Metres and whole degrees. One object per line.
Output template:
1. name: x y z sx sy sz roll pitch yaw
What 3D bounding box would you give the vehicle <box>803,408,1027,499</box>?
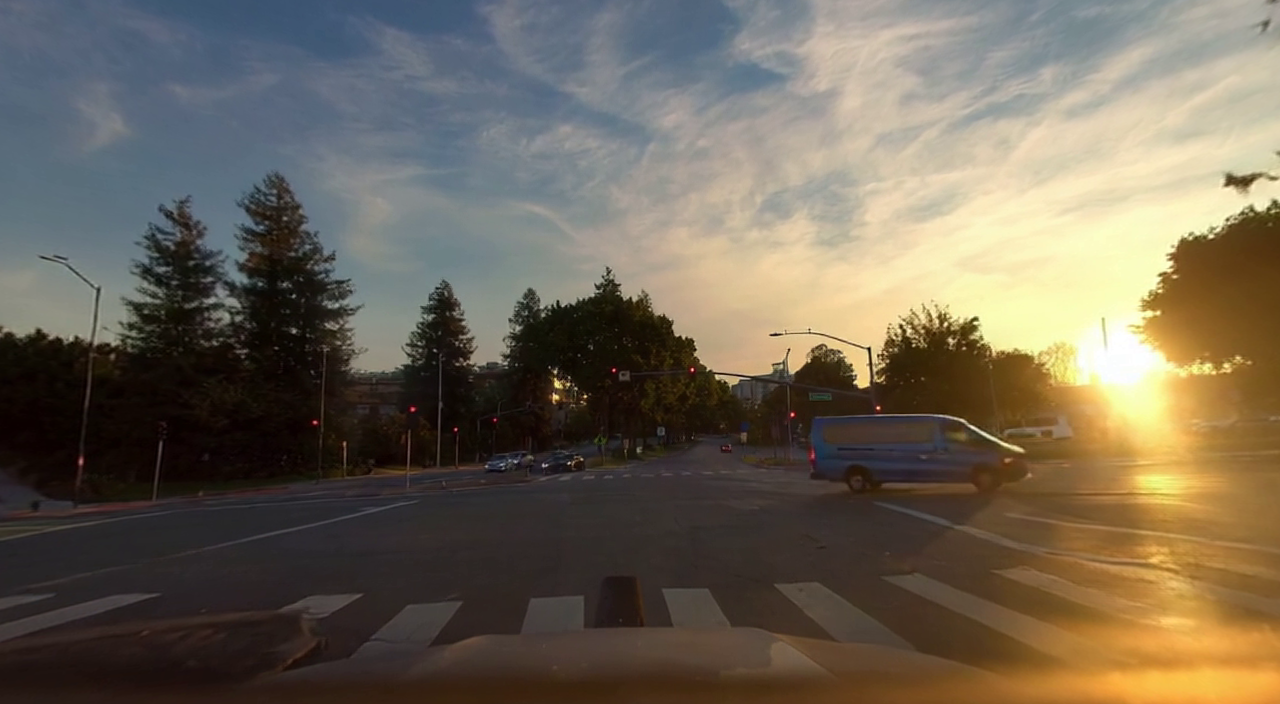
1. vehicle: 8.198 3.052 19.278 5.791 2.404 2.465 -4 -9 26
